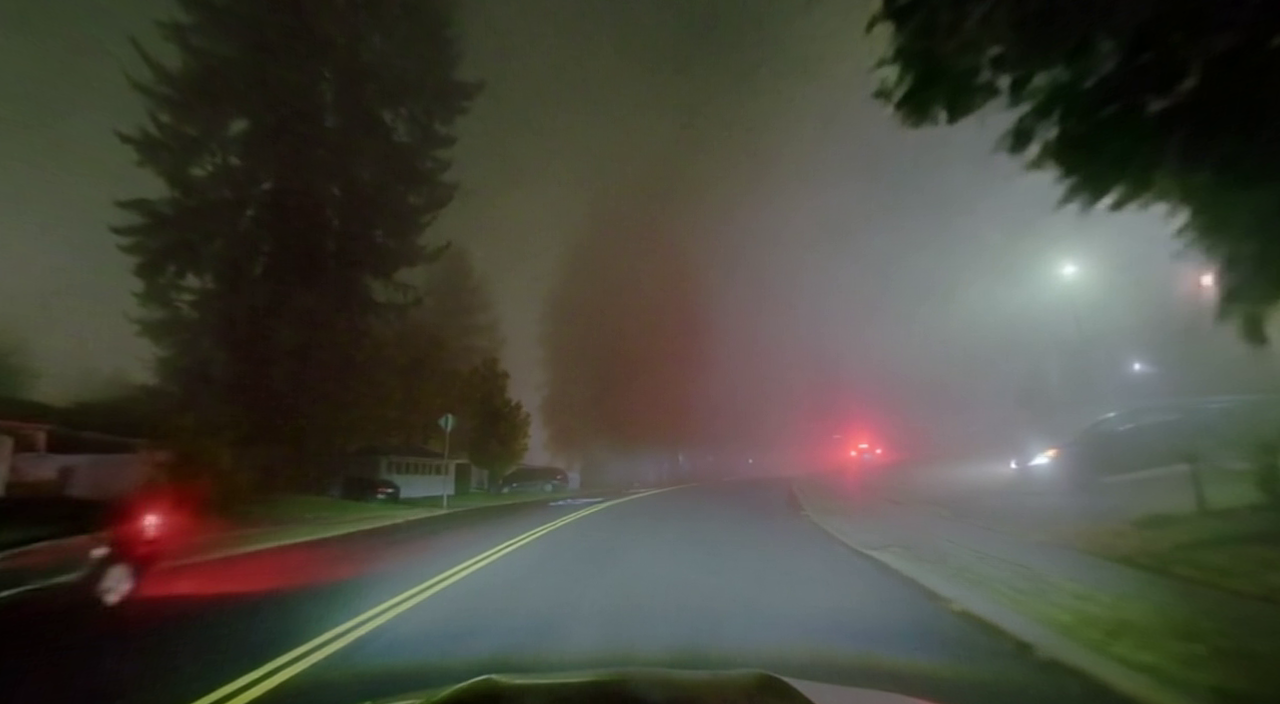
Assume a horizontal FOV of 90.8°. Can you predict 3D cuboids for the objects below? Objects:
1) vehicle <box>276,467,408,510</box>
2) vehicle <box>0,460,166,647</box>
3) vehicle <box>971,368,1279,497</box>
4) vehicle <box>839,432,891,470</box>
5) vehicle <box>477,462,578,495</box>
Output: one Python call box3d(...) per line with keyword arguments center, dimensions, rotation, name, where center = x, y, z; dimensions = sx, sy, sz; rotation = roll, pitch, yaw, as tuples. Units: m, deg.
box3d(center=(-11.503, 5.281, 24.570), dimensions=(4.175, 1.492, 1.845), rotation=(-1, -9, -1), name="vehicle")
box3d(center=(-6.647, 1.649, 5.193), dimensions=(1.963, 1.539, 4.210), rotation=(-3, -22, 3), name="vehicle")
box3d(center=(9.497, 1.610, 12.320), dimensions=(4.740, 1.638, 2.018), rotation=(-4, -24, -3), name="vehicle")
box3d(center=(12.144, 5.338, 34.417), dimensions=(2.163, 1.885, 4.804), rotation=(-3, -8, 14), name="vehicle")
box3d(center=(-6.896, 7.834, 39.038), dimensions=(5.643, 1.759, 2.110), rotation=(-1, -19, 7), name="vehicle")
